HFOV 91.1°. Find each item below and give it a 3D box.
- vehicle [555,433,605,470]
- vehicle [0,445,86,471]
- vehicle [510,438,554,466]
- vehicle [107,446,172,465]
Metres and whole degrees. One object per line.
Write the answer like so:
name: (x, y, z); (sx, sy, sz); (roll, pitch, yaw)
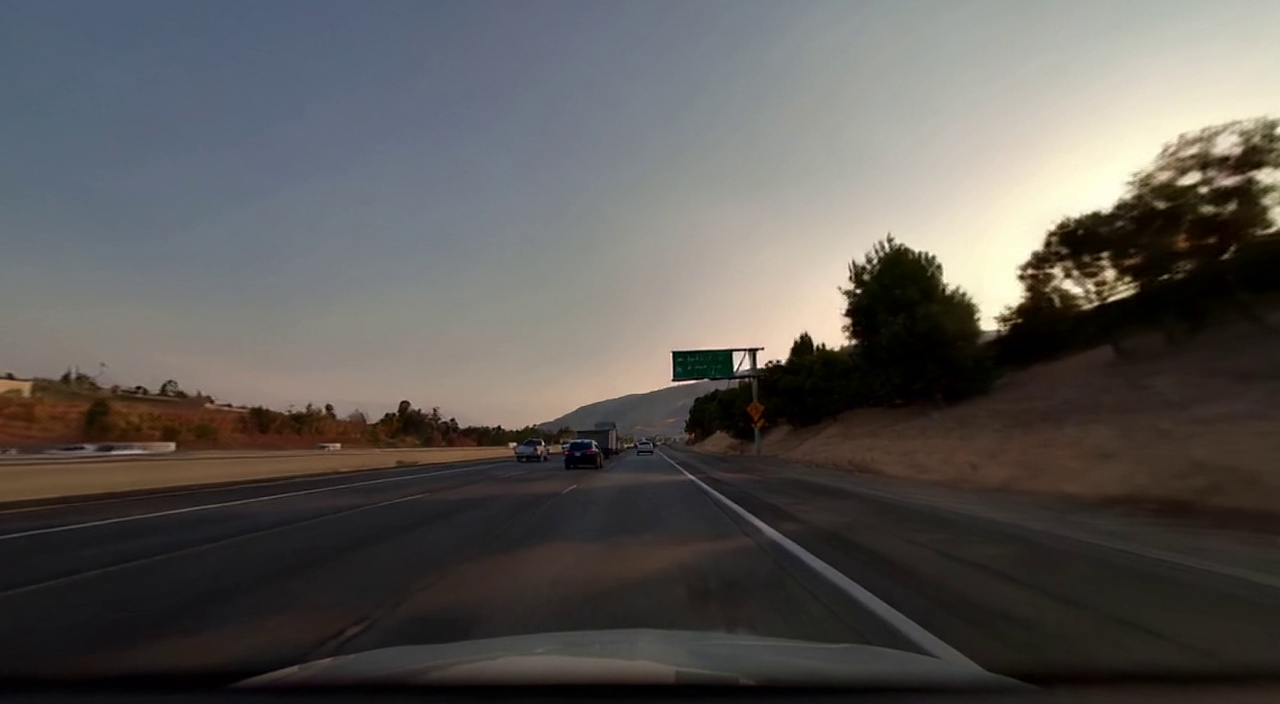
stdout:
vehicle: (-3.048, 5.143, 32.504); (2.194, 1.766, 3.720); (0, -8, 0)
vehicle: (-41.805, 7.337, 43.728); (2.062, 1.655, 4.781); (0, -8, 0)
vehicle: (-7.152, 6.672, 42.015); (2.078, 1.729, 4.722); (0, -8, 1)
vehicle: (-38.357, 7.936, 48.253); (1.790, 1.345, 3.970); (0, -8, -1)
